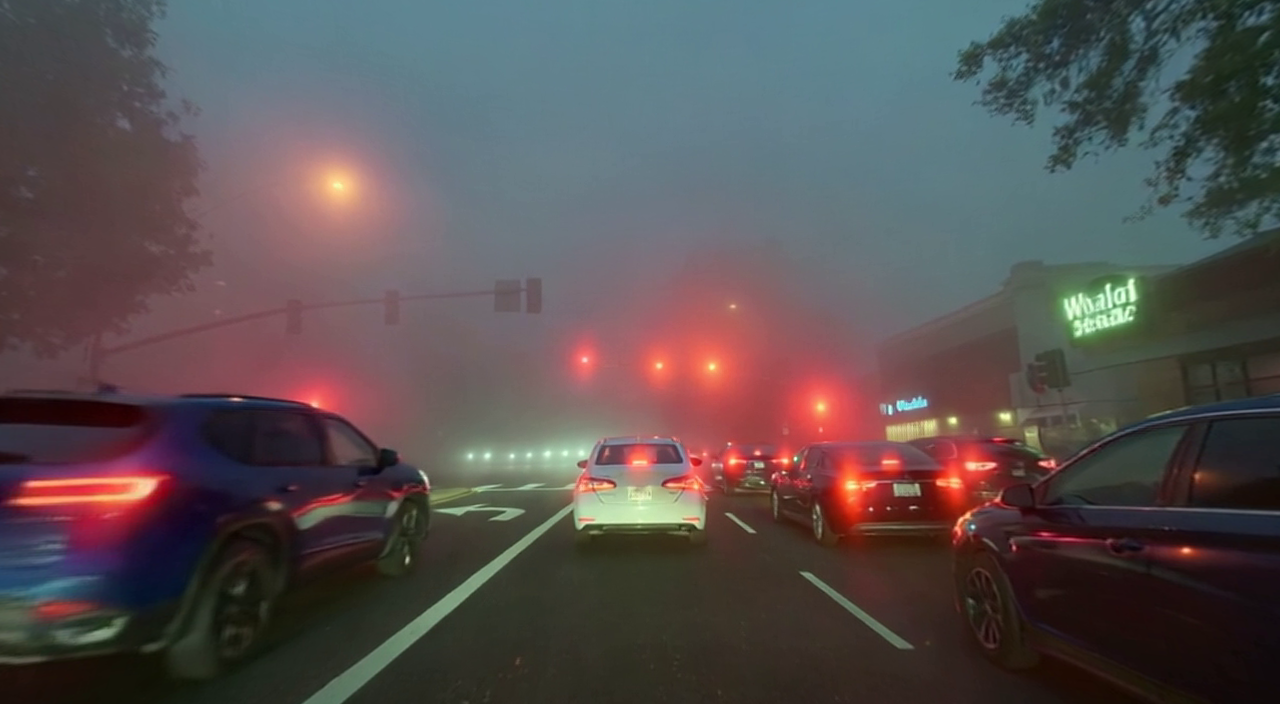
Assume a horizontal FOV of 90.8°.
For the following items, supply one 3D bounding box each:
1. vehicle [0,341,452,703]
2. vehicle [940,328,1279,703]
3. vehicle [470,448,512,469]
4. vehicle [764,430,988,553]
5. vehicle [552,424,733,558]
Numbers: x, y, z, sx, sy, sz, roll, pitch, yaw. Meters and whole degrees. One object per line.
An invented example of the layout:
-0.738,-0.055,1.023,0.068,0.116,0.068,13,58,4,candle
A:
-3.427,1.212,5.235,2.257,1.823,4.777,0,-9,0,vehicle
3.005,0.759,1.916,2.075,1.661,4.401,-1,-9,1,vehicle
-11.240,8.021,47.877,2.099,1.478,4.411,0,-9,0,vehicle
3.345,2.049,9.972,1.865,1.496,4.170,0,-9,-1,vehicle
0.022,1.942,9.471,2.154,1.577,3.723,0,-9,0,vehicle
